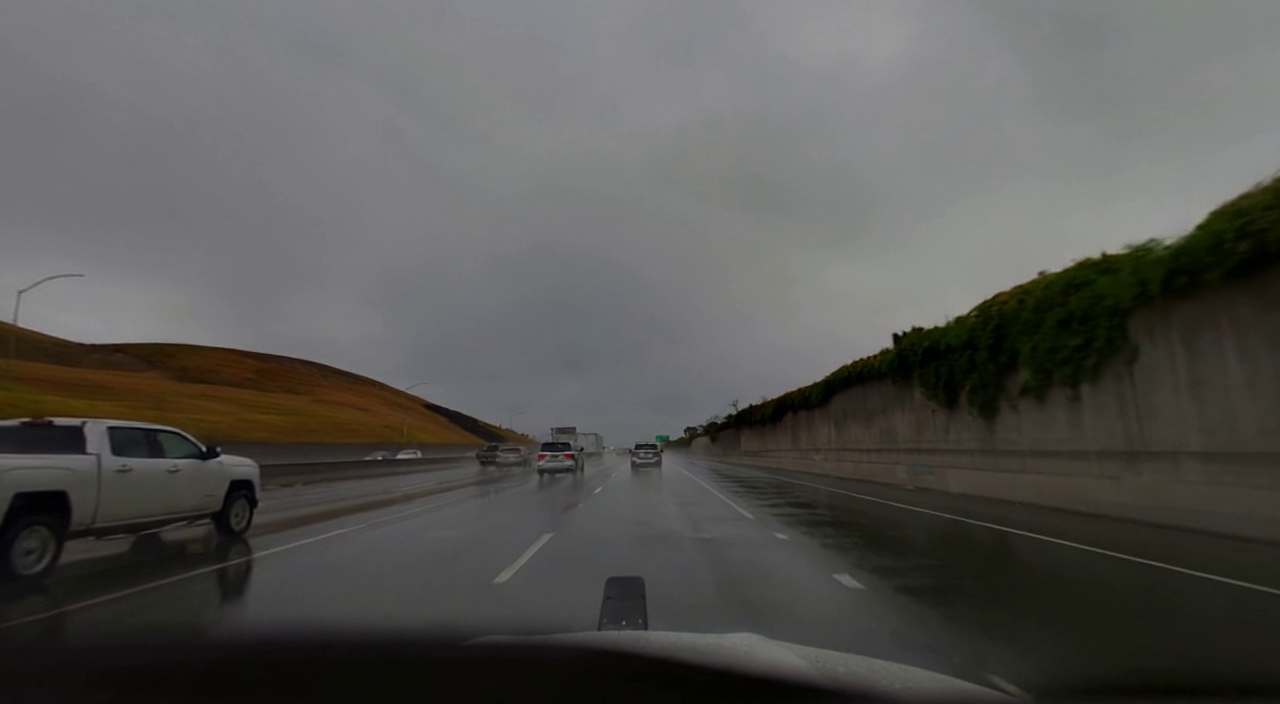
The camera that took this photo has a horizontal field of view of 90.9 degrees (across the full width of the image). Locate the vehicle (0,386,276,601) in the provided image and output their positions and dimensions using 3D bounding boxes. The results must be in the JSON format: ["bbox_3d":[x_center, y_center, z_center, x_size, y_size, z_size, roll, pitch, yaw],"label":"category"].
[{"bbox_3d":[-6.635,1.447,6.877,2.108,1.856,5.214,0,-9,1],"label":"vehicle"}]

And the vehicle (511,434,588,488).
[{"bbox_3d":[-3.236,4.021,23.545,2.093,1.820,4.506,0,-9,1],"label":"vehicle"}]

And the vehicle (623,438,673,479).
[{"bbox_3d":[0.362,5.075,30.232,2.233,1.804,4.273,0,-9,0],"label":"vehicle"}]
